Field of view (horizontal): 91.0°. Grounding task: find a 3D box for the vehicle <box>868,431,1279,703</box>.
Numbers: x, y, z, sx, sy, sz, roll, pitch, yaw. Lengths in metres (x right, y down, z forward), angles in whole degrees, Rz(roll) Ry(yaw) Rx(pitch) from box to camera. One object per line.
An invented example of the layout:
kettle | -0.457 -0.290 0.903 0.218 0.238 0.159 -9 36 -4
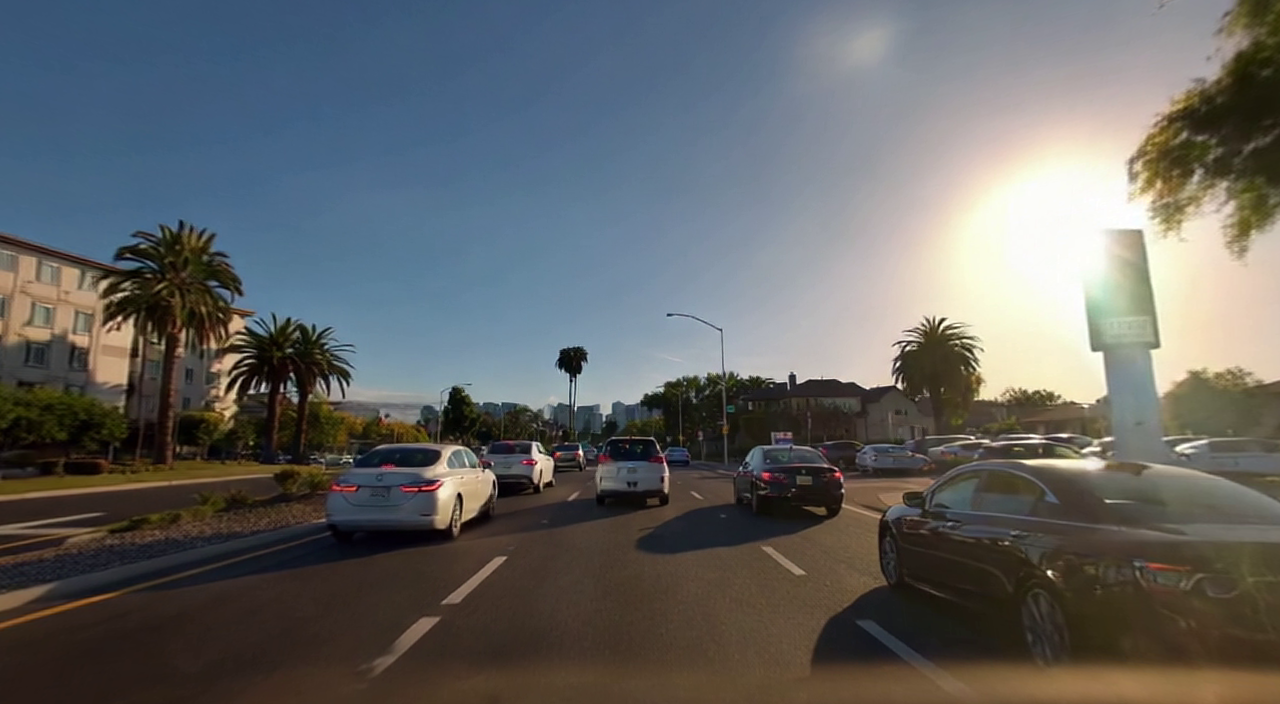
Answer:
vehicle | 3.593 1.402 4.976 1.867 1.448 4.436 0 -8 -1

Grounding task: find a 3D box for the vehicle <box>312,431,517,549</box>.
vehicle | -3.334 2.103 10.300 1.864 1.505 4.202 0 -8 -1

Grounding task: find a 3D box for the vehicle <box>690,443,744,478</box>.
vehicle | 3.403 4.865 28.574 1.880 1.476 3.932 0 -8 -1

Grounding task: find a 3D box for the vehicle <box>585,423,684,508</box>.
vehicle | -0.134 2.824 16.082 2.164 1.867 4.254 0 -8 0

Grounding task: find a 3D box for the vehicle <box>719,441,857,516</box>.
vehicle | 3.235 2.861 14.854 1.977 1.480 4.589 0 -8 -2
